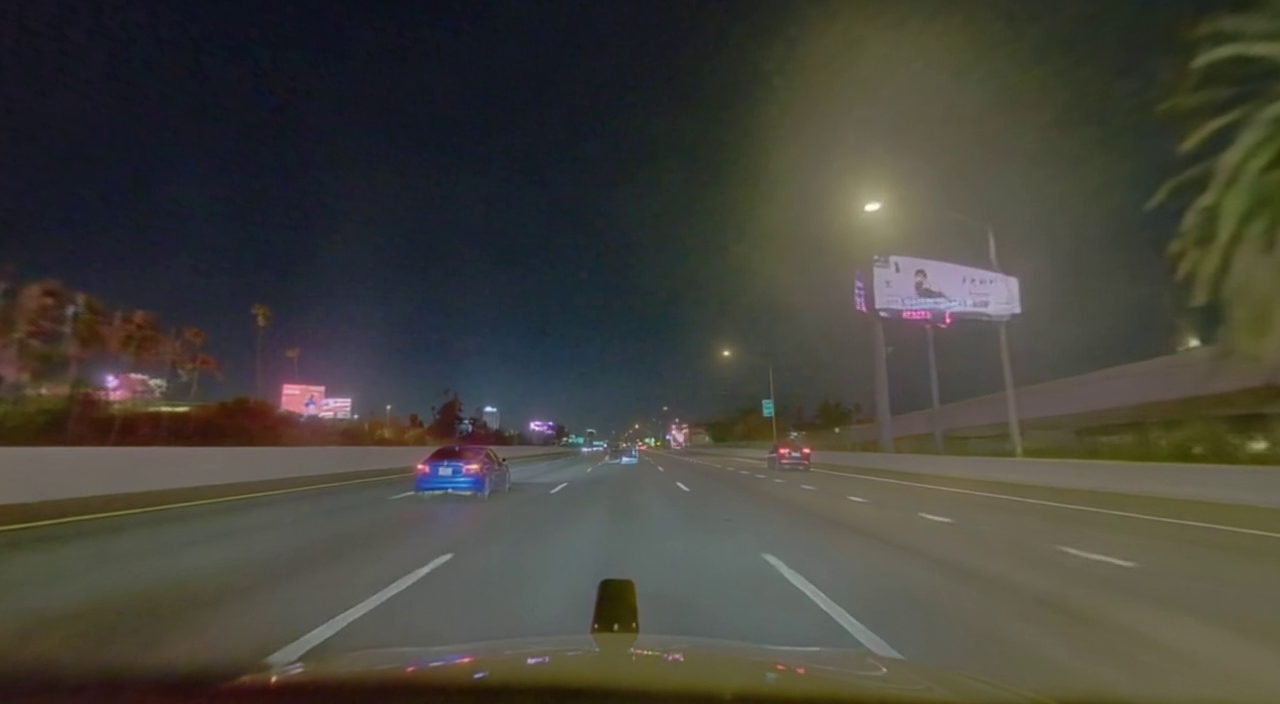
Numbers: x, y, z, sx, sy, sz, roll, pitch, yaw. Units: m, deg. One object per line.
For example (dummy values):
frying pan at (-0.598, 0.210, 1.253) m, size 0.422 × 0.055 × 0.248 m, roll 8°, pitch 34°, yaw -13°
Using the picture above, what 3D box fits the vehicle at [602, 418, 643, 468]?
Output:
vehicle at (-1.122, 5.807, 40.286) m, size 2.364 × 2.953 × 6.495 m, roll 0°, pitch -8°, yaw -2°

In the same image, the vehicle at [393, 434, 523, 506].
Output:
vehicle at (-4.545, 3.012, 16.667) m, size 2.021 × 1.598 × 4.887 m, roll 0°, pitch -8°, yaw -1°
